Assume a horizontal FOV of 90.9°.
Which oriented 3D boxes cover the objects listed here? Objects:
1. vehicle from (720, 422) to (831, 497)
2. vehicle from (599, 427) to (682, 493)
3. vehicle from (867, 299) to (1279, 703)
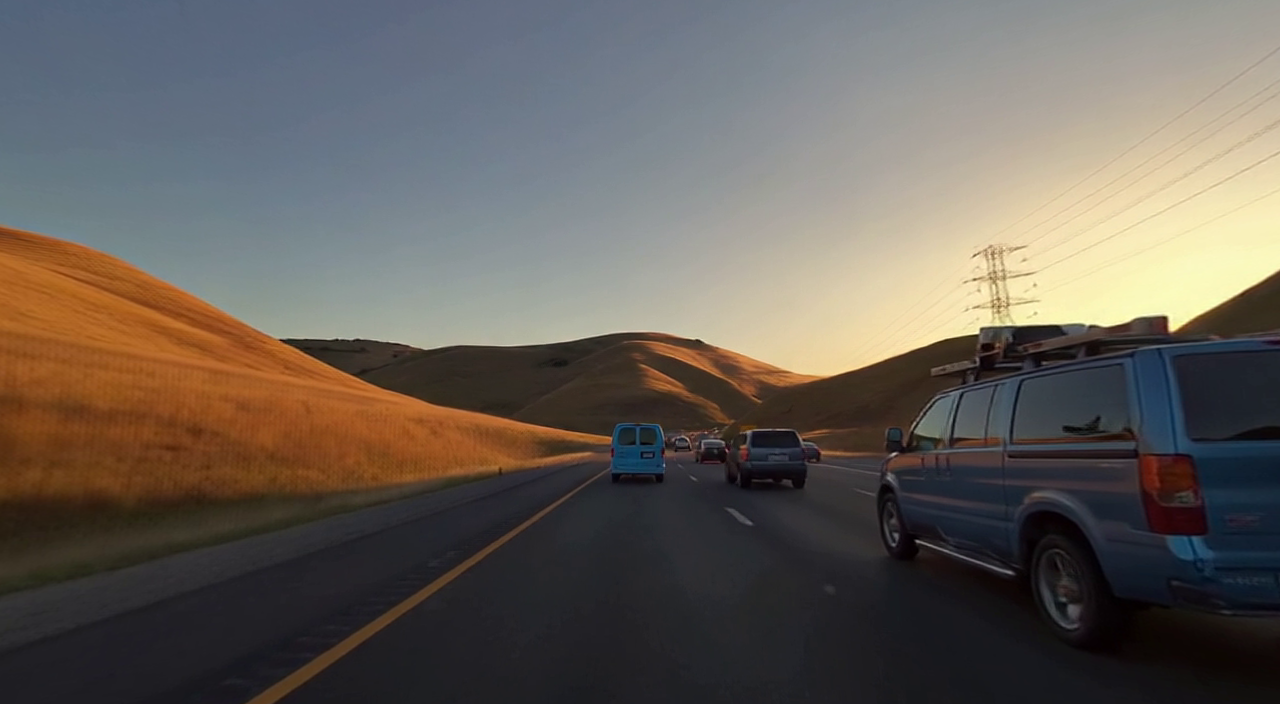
[{"bbox_3d":[3.610,2.972,17.752,2.139,1.821,4.480,0,-8,0],"label":"vehicle"},{"bbox_3d":[0.052,3.273,19.484,2.268,1.772,4.523,0,-8,1],"label":"vehicle"},{"bbox_3d":[3.903,0.976,4.098,2.691,1.901,5.744,0,-8,0],"label":"vehicle"}]
